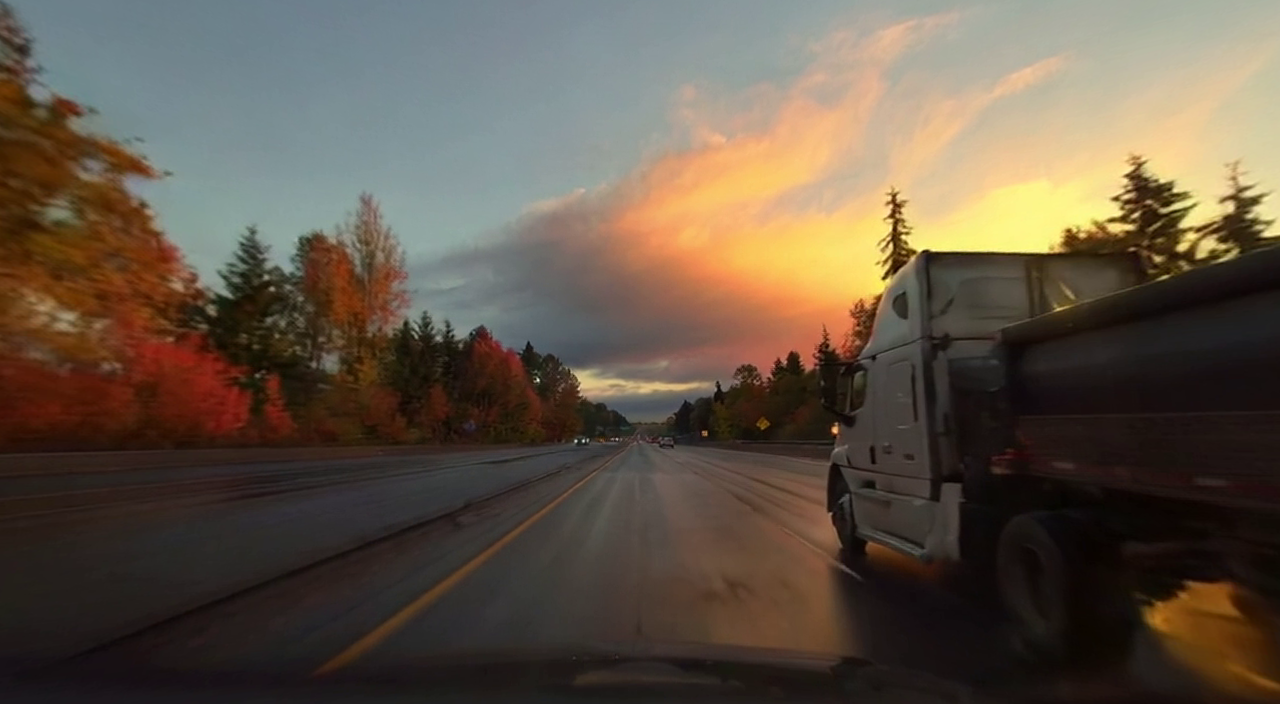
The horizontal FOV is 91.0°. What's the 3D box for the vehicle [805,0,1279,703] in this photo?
[{"bbox_3d":[3.936,-0.606,1.241,3.691,4.331,13.909,0,-8,1],"label":"vehicle"}]
